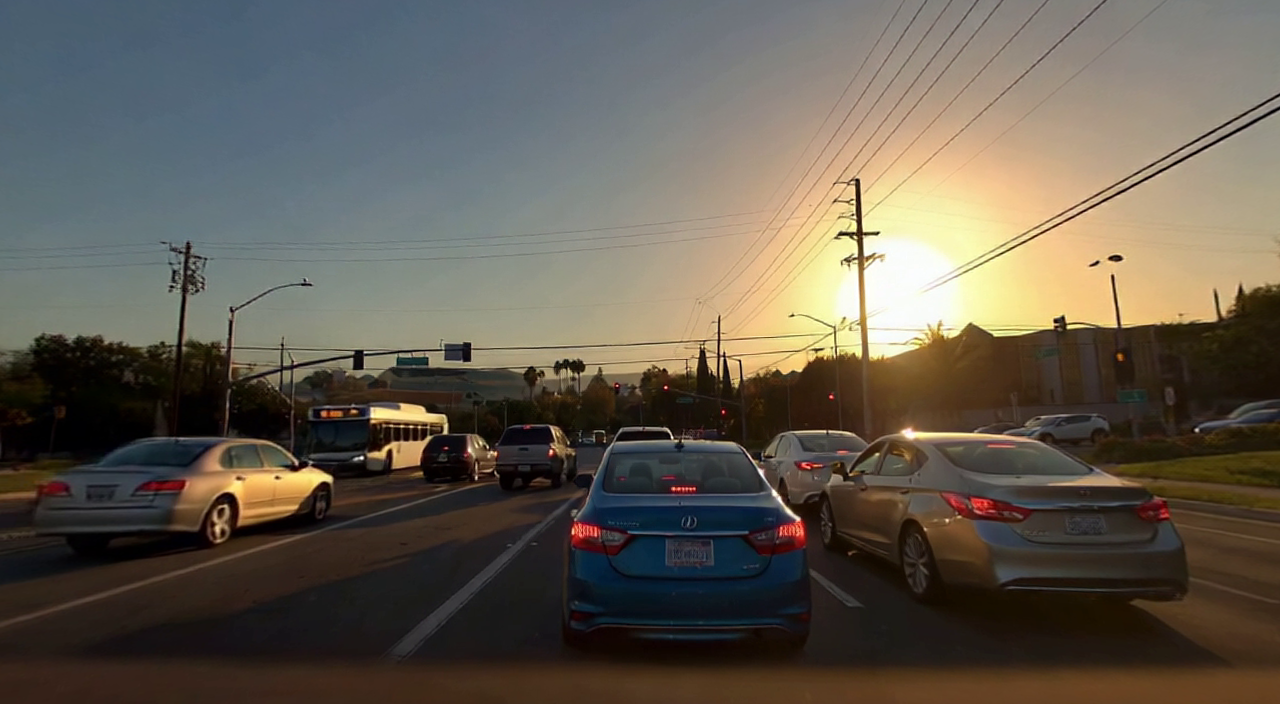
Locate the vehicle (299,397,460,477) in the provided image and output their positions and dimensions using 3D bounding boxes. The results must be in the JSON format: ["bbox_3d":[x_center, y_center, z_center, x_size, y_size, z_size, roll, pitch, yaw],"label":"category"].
[{"bbox_3d":[-13.143,4.619,33.814,3.005,3.443,12.583,-1,-8,2],"label":"vehicle"}]

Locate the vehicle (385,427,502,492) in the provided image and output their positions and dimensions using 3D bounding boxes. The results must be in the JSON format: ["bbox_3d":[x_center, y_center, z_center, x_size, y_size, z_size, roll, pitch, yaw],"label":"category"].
[{"bbox_3d":[-6.265,3.492,20.899,2.070,1.824,5.196,-1,-8,2],"label":"vehicle"}]

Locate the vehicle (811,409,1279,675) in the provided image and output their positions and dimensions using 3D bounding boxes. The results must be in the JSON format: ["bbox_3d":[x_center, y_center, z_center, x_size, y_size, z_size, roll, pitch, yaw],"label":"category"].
[{"bbox_3d":[3.120,1.403,5.794,1.870,1.523,4.096,0,-8,-1],"label":"vehicle"}]

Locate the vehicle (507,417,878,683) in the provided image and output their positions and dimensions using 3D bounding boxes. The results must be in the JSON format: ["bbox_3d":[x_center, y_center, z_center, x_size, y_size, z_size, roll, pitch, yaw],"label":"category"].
[{"bbox_3d":[0.276,1.418,5.647,2.109,1.483,3.964,0,-8,-1],"label":"vehicle"}]

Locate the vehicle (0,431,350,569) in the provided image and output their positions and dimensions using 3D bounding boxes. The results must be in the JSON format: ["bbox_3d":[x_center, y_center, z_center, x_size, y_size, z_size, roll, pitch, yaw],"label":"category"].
[{"bbox_3d":[-6.411,1.975,9.339,1.955,1.497,4.639,-1,-8,1],"label":"vehicle"}]
